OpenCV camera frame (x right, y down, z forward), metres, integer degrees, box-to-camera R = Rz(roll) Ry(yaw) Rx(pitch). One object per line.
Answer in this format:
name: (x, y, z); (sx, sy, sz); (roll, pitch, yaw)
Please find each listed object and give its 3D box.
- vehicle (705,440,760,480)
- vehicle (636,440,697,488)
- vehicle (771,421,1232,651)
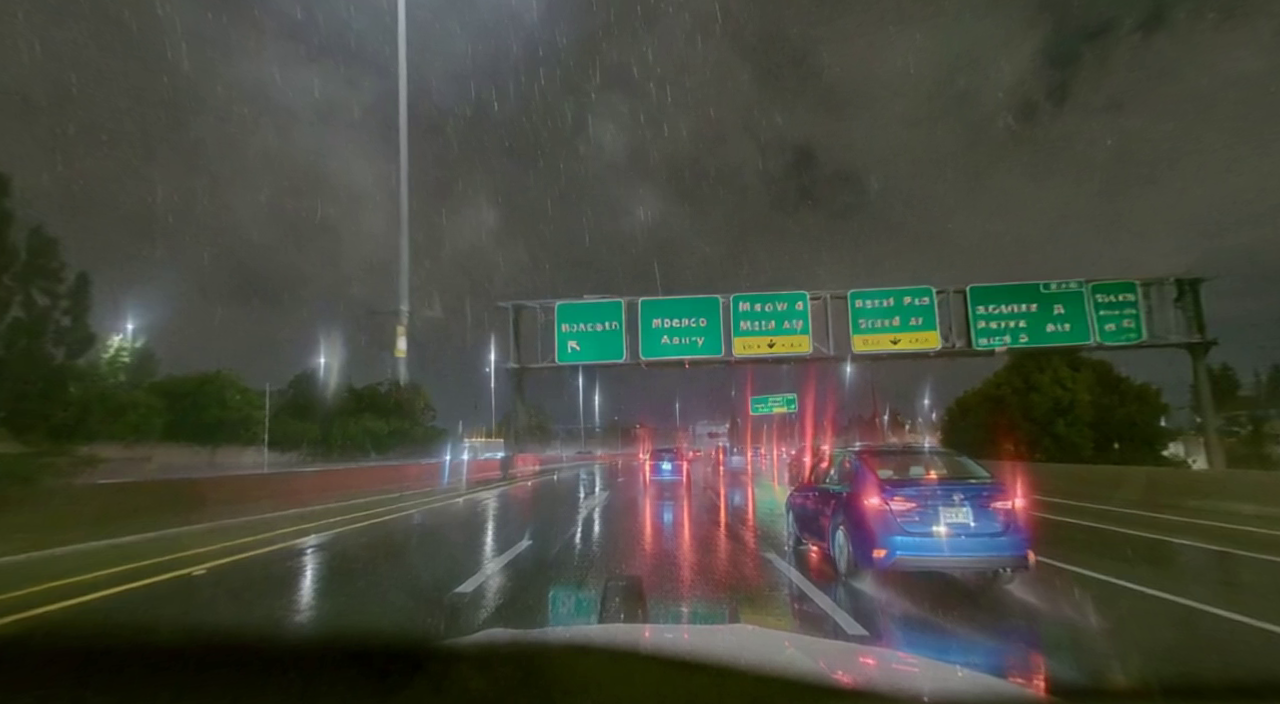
vehicle: (4.186, 4.965, 29.109); (2.076, 1.684, 4.241); (0, -9, 3)
vehicle: (1.001, 4.132, 23.420); (2.074, 1.614, 3.803); (0, -9, 3)
vehicle: (2.852, 1.559, 6.468); (2.009, 1.489, 4.559); (0, -9, 0)
